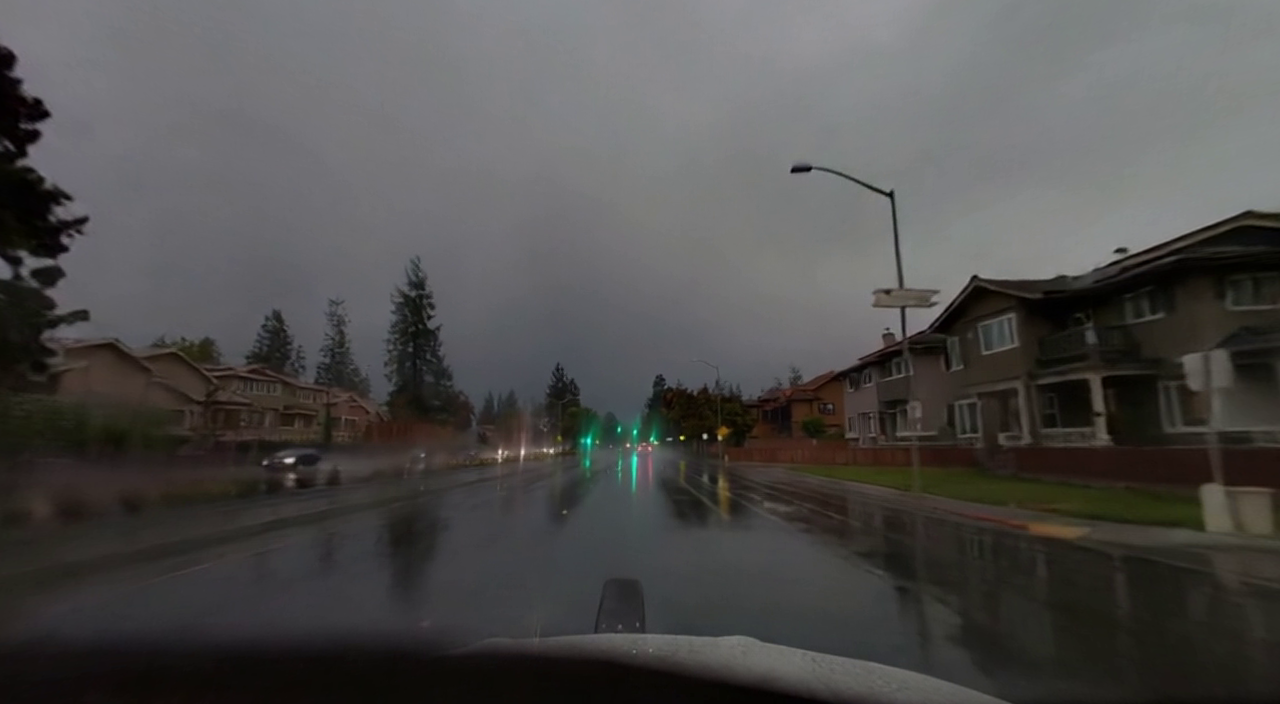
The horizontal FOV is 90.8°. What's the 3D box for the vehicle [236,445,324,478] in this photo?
[{"bbox_3d":[-19.928,6.062,35.264,2.166,1.720,4.629,0,-8,0],"label":"vehicle"}]
